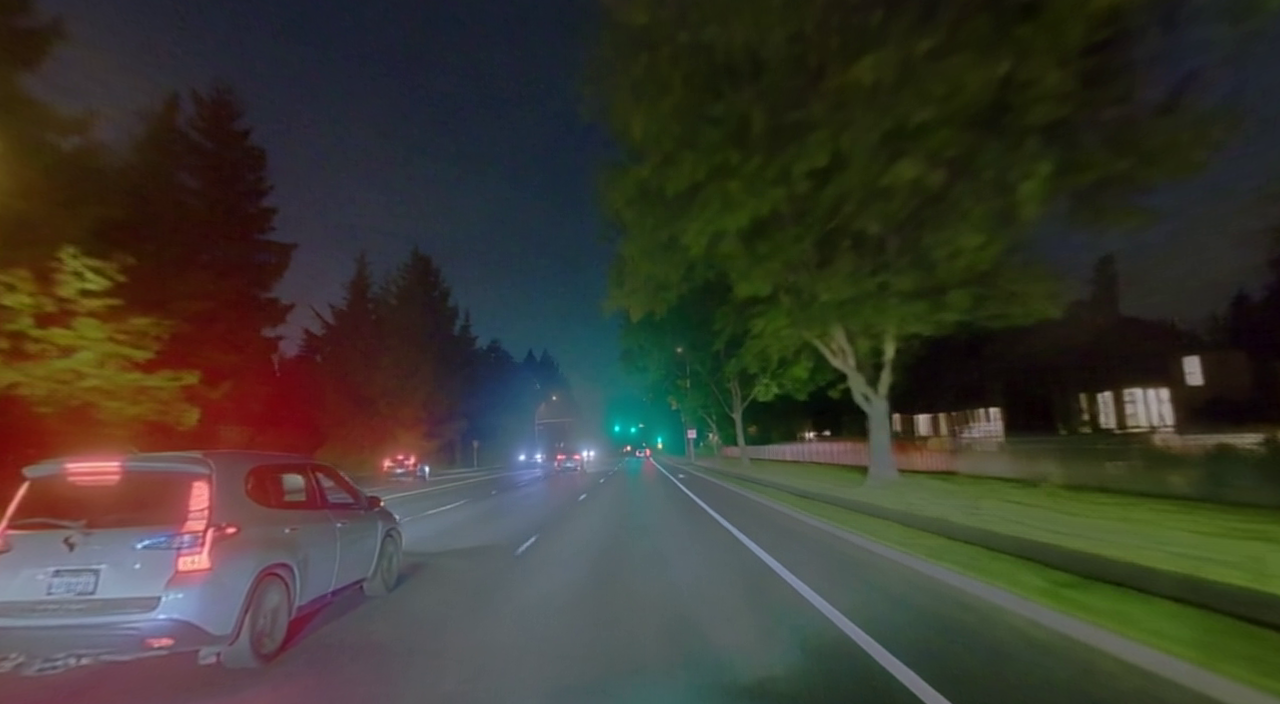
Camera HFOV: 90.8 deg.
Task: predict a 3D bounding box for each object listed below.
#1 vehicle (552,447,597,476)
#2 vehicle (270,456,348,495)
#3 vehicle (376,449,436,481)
[{"bbox_3d":[-3.486,5.910,34.269,1.992,1.447,4.044,0,-9,0],"label":"vehicle"},{"bbox_3d":[-17.496,6.514,33.661,1.948,1.602,4.544,-4,-7,-3],"label":"vehicle"},{"bbox_3d":[-17.406,8.373,47.275,2.255,1.987,5.723,-4,-8,1],"label":"vehicle"}]
